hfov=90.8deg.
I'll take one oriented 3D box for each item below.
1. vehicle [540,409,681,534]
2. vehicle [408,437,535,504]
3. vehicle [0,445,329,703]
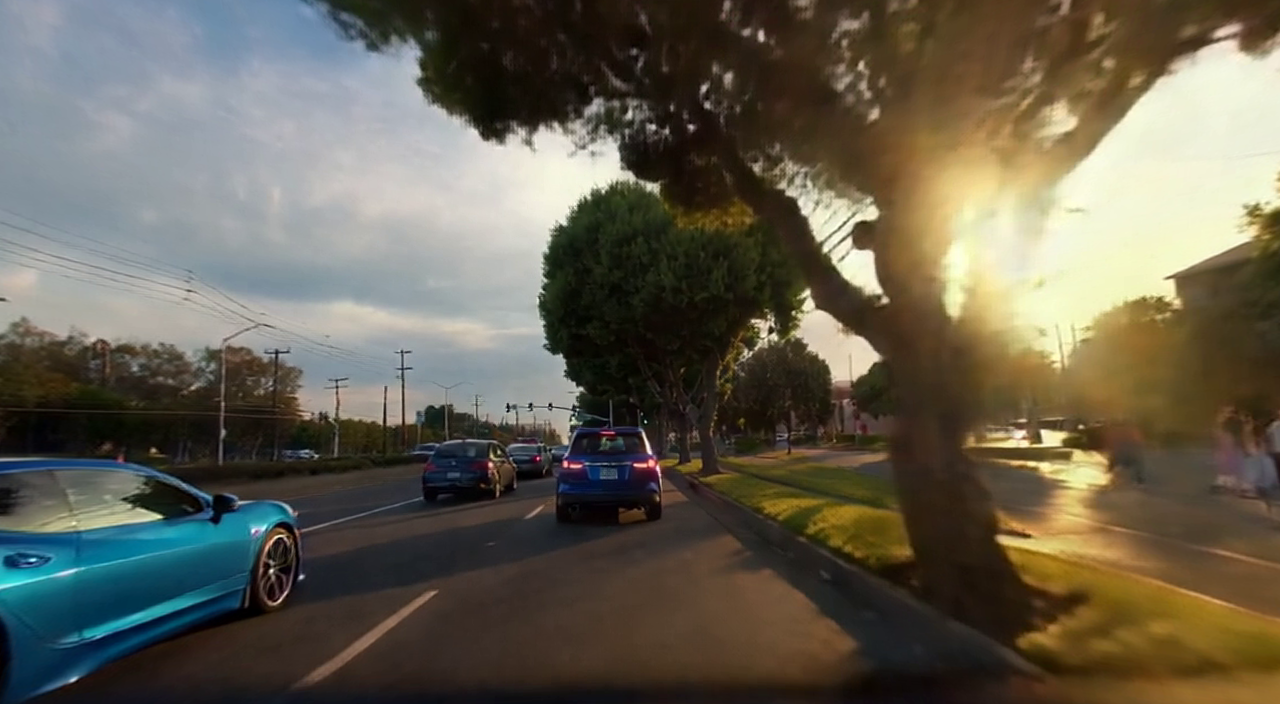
[{"bbox_3d":[-0.459,1.996,11.048,2.012,1.769,3.897,0,-8,-1],"label":"vehicle"},{"bbox_3d":[-4.131,2.970,16.345,2.087,1.485,4.452,0,-8,0],"label":"vehicle"},{"bbox_3d":[-3.737,1.171,3.405,1.865,1.314,4.461,0,-8,0],"label":"vehicle"}]
